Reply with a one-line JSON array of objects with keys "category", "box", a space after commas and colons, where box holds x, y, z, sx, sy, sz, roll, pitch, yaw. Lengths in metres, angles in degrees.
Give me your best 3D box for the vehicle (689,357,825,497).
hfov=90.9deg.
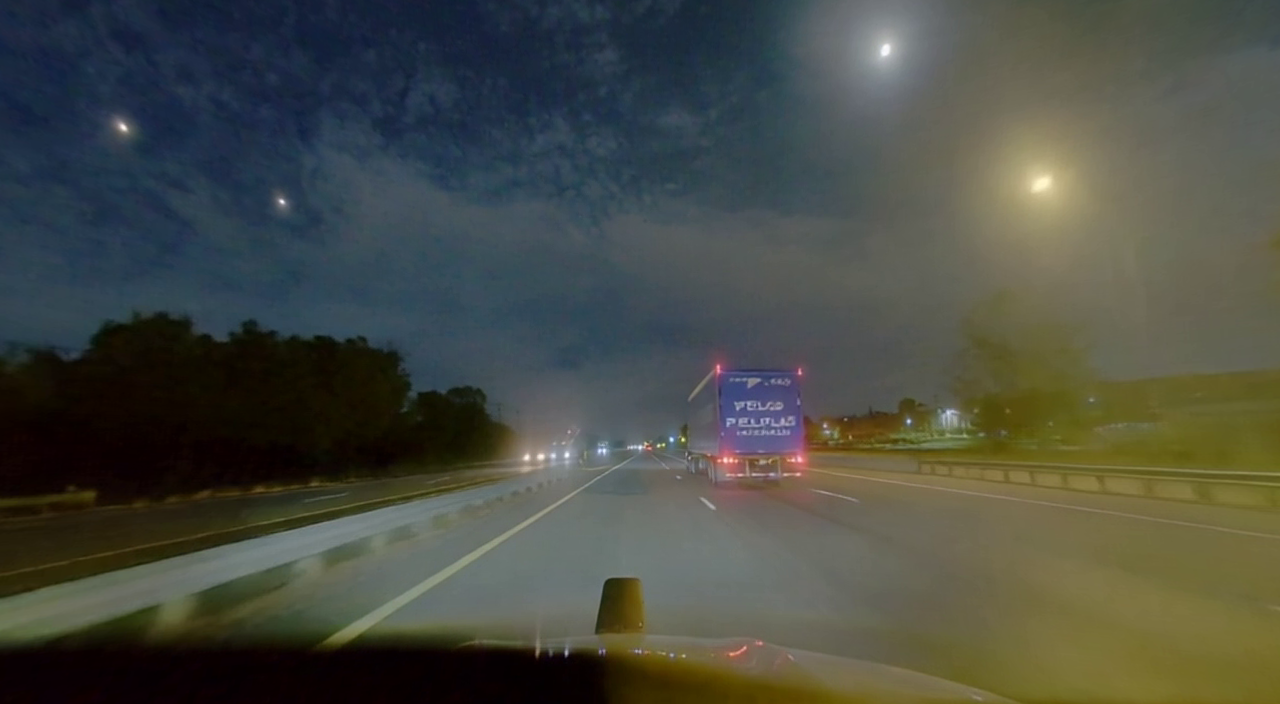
[{"category": "vehicle", "box": [4.042, 3.211, 25.500, 3.341, 4.269, 12.252, 0, -9, 1]}]
